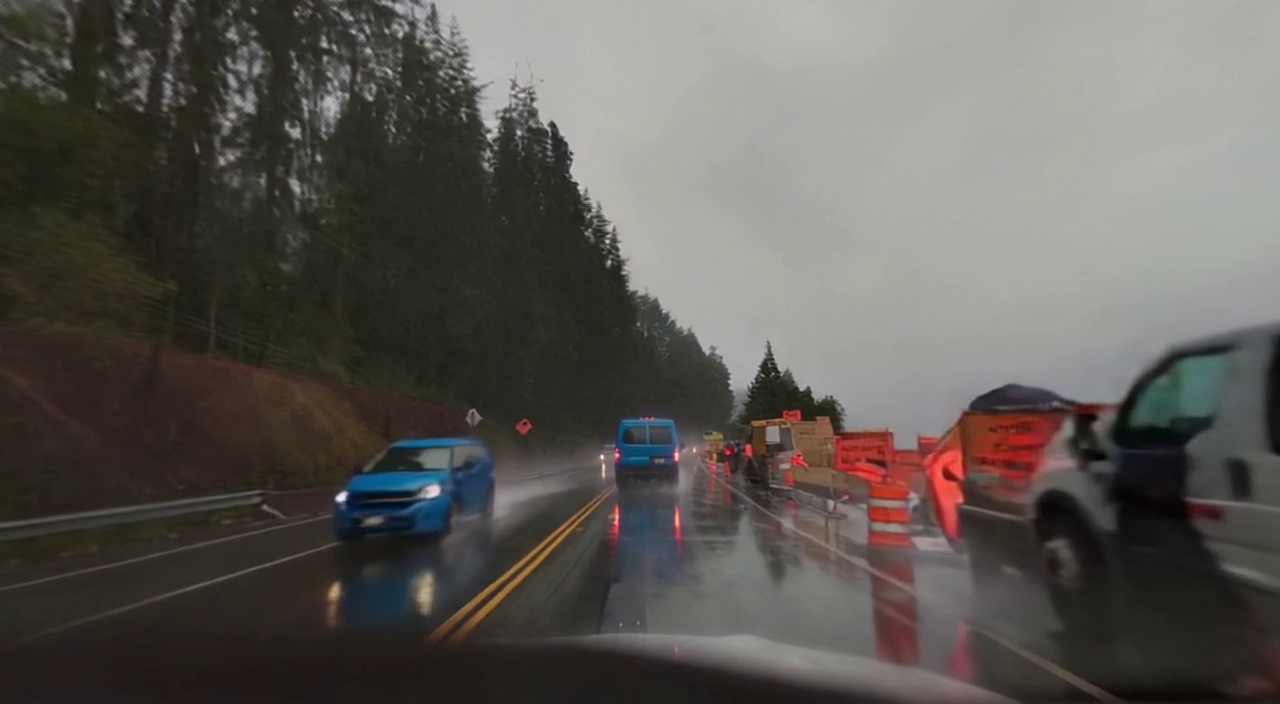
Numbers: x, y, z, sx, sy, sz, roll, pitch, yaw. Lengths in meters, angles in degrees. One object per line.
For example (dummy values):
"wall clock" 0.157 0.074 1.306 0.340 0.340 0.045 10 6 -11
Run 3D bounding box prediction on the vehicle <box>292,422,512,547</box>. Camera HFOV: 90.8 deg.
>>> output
"vehicle" -4.049 2.353 11.971 2.230 1.842 5.014 0 -9 0

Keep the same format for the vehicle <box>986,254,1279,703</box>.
"vehicle" 3.834 0.395 0.776 2.833 2.033 7.668 0 -9 3

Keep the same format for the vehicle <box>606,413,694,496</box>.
"vehicle" 0.345 3.151 19.653 2.362 2.247 4.892 0 -9 2
